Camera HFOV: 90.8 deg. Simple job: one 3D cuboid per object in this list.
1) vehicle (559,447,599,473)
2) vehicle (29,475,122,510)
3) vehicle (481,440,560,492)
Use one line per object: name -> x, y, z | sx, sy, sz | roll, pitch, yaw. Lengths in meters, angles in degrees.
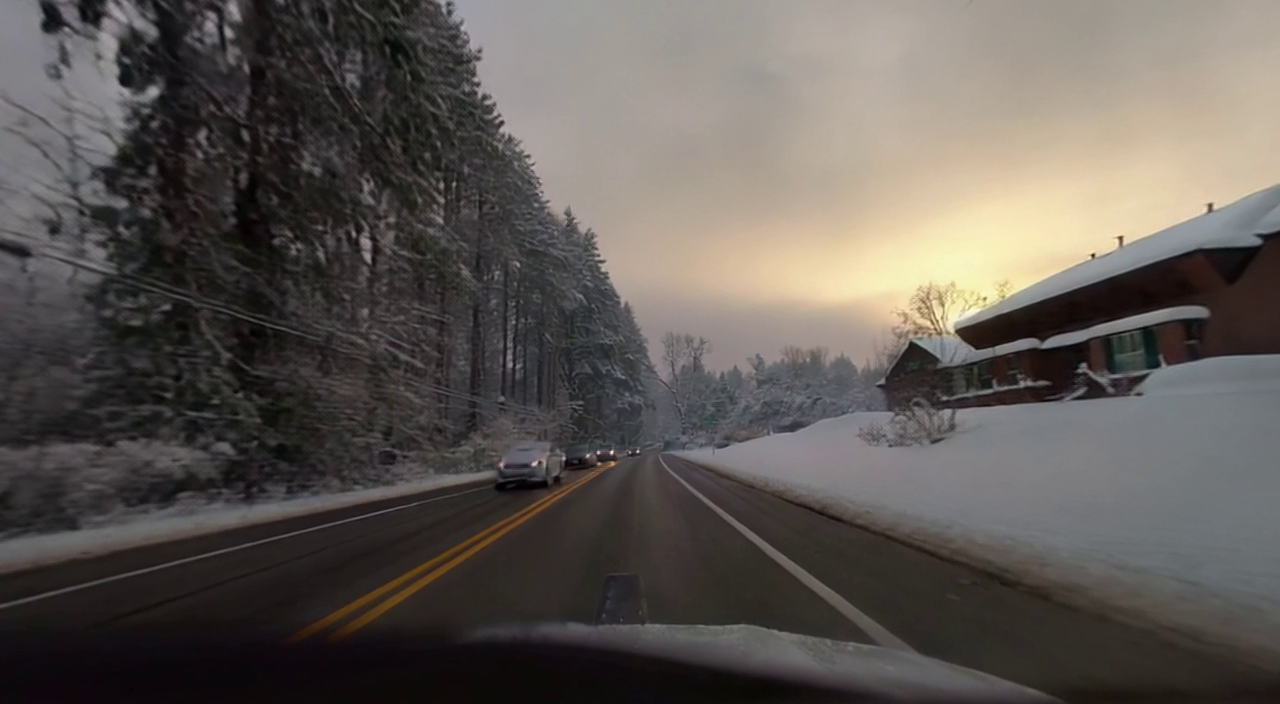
vehicle -> -3.793, 6.808, 40.038 | 2.031, 1.477, 4.450 | -1, -9, 1
vehicle -> -42.190, 10.455, 47.430 | 2.099, 2.149, 5.433 | 0, -9, -4
vehicle -> -4.303, 4.173, 23.526 | 1.984, 1.705, 4.346 | -1, -8, 2
